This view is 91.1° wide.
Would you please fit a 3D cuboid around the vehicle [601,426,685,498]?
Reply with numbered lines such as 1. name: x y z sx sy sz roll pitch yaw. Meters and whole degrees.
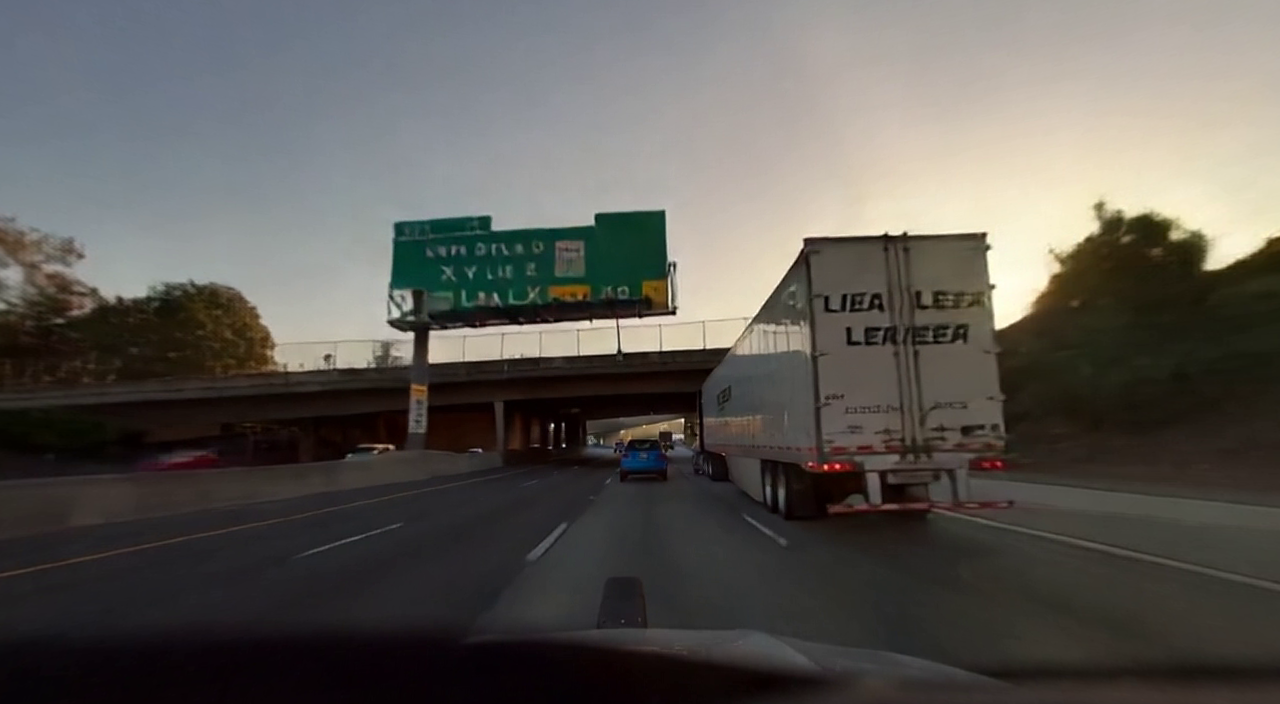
1. vehicle: 0.073 3.013 17.567 2.054 1.706 4.201 -1 -8 0

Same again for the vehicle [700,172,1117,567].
1. vehicle: 3.453 1.250 14.414 2.909 4.135 15.820 -1 -8 1
